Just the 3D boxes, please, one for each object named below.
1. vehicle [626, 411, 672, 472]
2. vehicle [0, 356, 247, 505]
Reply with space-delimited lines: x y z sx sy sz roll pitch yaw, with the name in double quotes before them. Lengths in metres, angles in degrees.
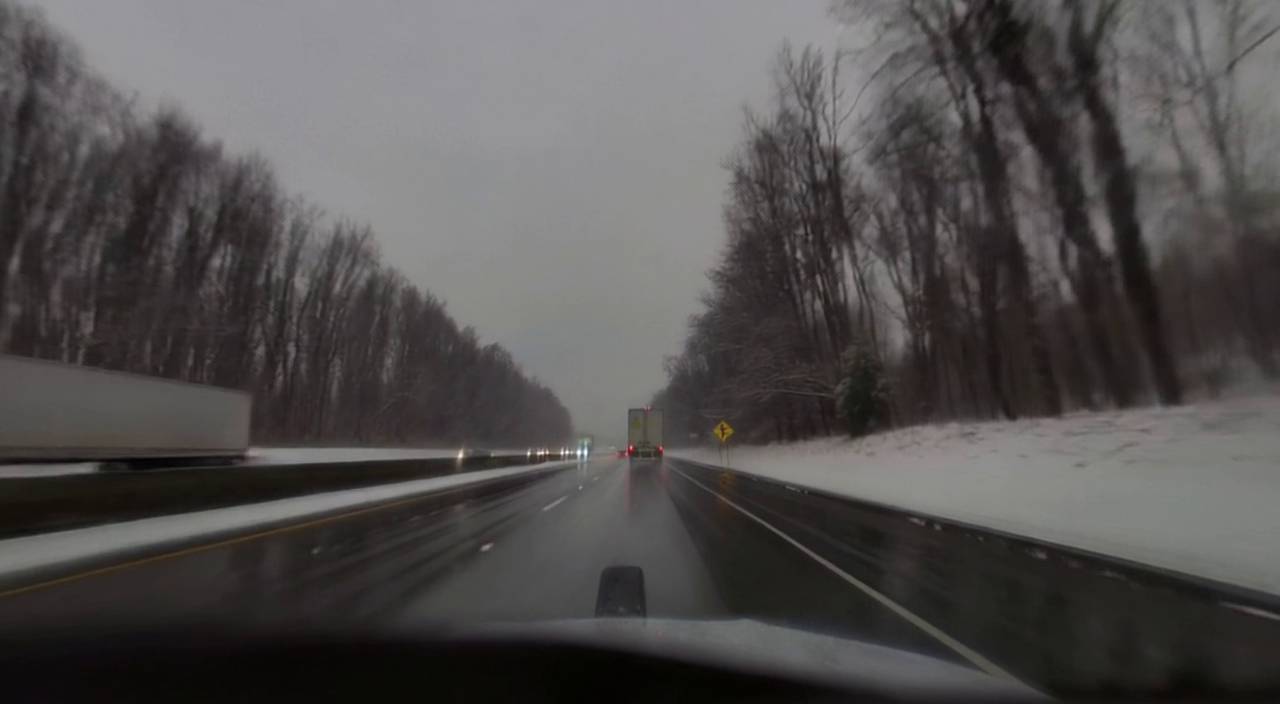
"vehicle" 0.641 6.726 46.780 3.024 3.965 10.399 0 -9 0
"vehicle" -16.998 2.647 20.483 2.841 3.830 8.307 0 -9 1
